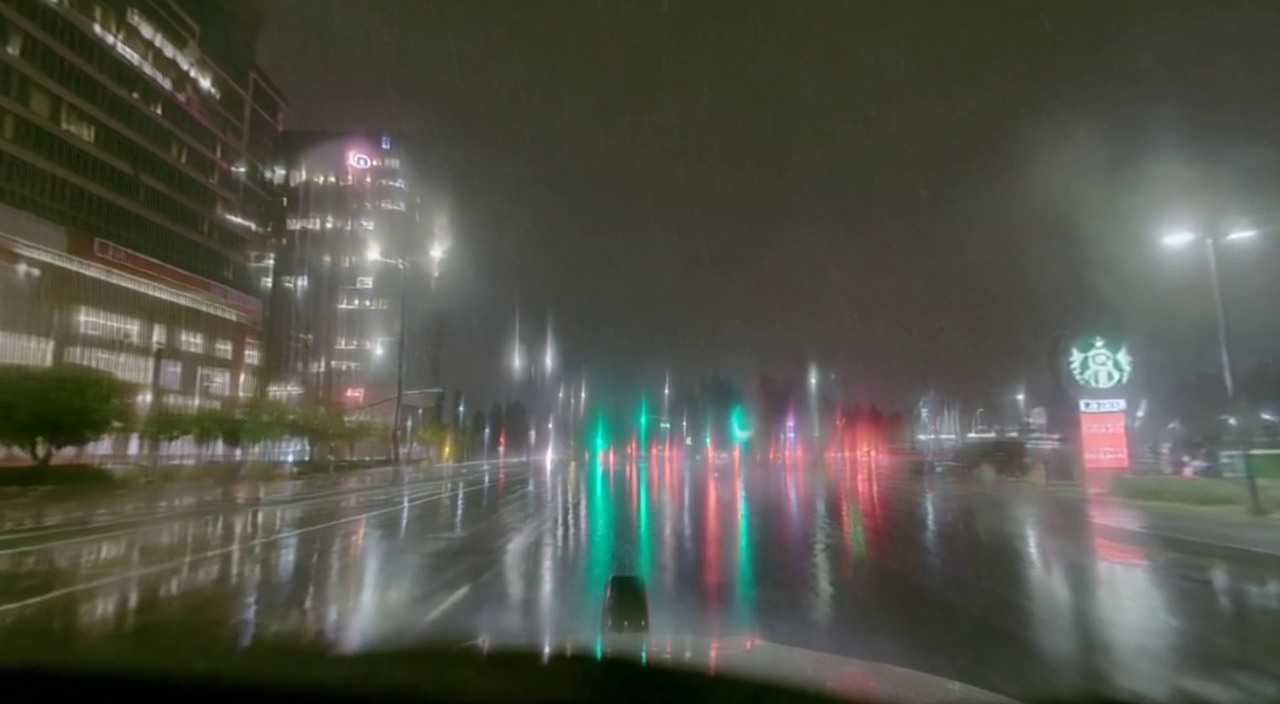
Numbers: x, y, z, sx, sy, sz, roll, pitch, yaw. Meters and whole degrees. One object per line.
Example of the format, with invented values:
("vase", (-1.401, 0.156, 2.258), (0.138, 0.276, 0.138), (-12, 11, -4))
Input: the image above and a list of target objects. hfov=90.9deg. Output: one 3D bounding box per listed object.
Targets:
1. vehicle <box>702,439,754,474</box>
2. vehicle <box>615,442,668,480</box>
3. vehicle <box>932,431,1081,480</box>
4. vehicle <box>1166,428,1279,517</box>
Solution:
("vehicle", (4.487, 5.382, 32.685), (2.007, 1.683, 4.171), (0, -8, -1))
("vehicle", (0.078, 4.592, 26.890), (2.059, 1.477, 3.988), (0, -8, 1))
("vehicle", (14.897, 4.245, 25.853), (4.775, 1.728, 1.996), (-2, -9, -1))
("vehicle", (13.898, 2.573, 13.950), (4.654, 1.692, 1.955), (5, -10, -32))
